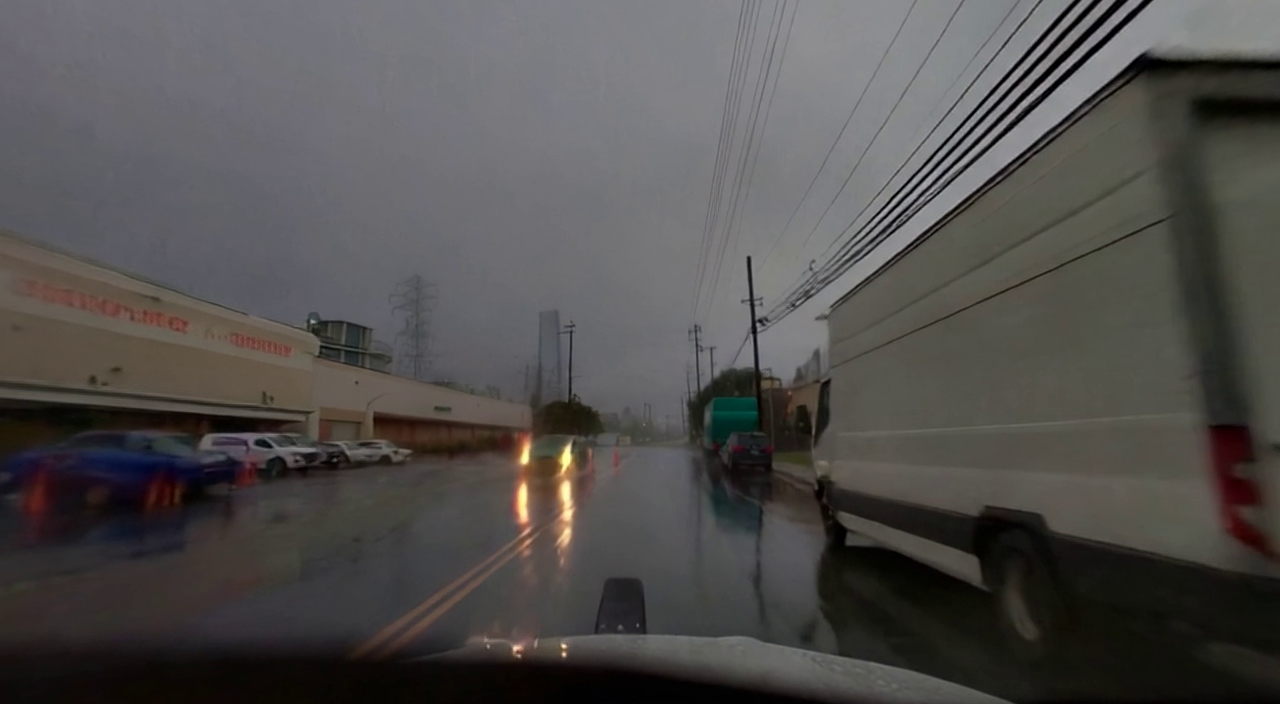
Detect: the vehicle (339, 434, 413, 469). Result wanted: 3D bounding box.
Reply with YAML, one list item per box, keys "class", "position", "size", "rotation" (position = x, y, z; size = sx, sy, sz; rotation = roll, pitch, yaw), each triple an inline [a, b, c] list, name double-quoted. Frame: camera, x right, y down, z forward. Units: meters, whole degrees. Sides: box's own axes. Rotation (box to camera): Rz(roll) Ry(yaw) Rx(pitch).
- class: "vehicle"
  position: [-13.821, 5.227, 33.389]
  size: [2.078, 1.674, 4.652]
  rotation: [-1, -8, -2]

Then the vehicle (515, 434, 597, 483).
- class: "vehicle"
  position: [-2.729, 3.573, 21.655]
  size: [1.988, 1.479, 4.485]
  rotation: [-1, -8, 3]

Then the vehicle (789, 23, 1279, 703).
- class: "vehicle"
  position: [3.876, 0.681, 6.277]
  size: [2.871, 3.301, 7.433]
  rotation: [0, -8, -1]

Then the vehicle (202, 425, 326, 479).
- class: "vehicle"
  position: [-16.185, 4.383, 27.669]
  size: [2.150, 1.999, 5.425]
  rotation: [3, -9, -2]

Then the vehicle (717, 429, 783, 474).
- class: "vehicle"
  position: [4.471, 4.122, 26.338]
  size: [1.892, 1.696, 4.332]
  rotation: [0, -8, -1]

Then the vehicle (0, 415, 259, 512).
- class: "vehicle"
  position: [-12.301, 2.660, 15.701]
  size: [2.287, 1.975, 5.511]
  rotation: [0, -8, -1]

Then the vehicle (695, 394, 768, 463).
- class: "vehicle"
  position: [4.694, 4.180, 33.897]
  size: [3.058, 3.269, 7.674]
  rotation: [0, -8, 2]
